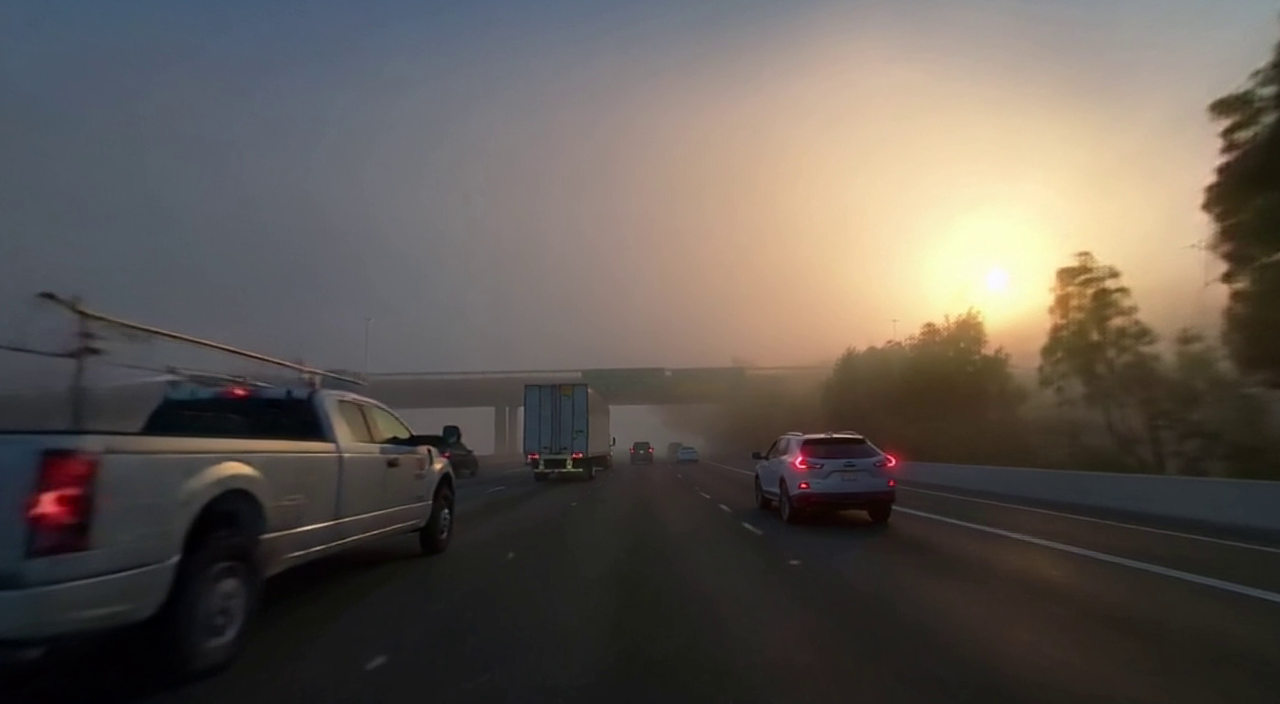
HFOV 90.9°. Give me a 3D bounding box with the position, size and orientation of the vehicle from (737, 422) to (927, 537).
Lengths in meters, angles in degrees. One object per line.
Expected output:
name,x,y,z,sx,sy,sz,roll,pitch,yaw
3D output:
vehicle,3.149,2.194,11.459,2.028,1.658,4.334,0,-9,-1

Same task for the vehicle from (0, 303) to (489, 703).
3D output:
vehicle,-3.570,1.275,5.865,2.645,2.023,6.491,0,-9,1

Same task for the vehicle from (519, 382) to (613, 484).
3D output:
vehicle,-3.325,4.420,33.343,2.869,4.108,15.564,0,-9,1
